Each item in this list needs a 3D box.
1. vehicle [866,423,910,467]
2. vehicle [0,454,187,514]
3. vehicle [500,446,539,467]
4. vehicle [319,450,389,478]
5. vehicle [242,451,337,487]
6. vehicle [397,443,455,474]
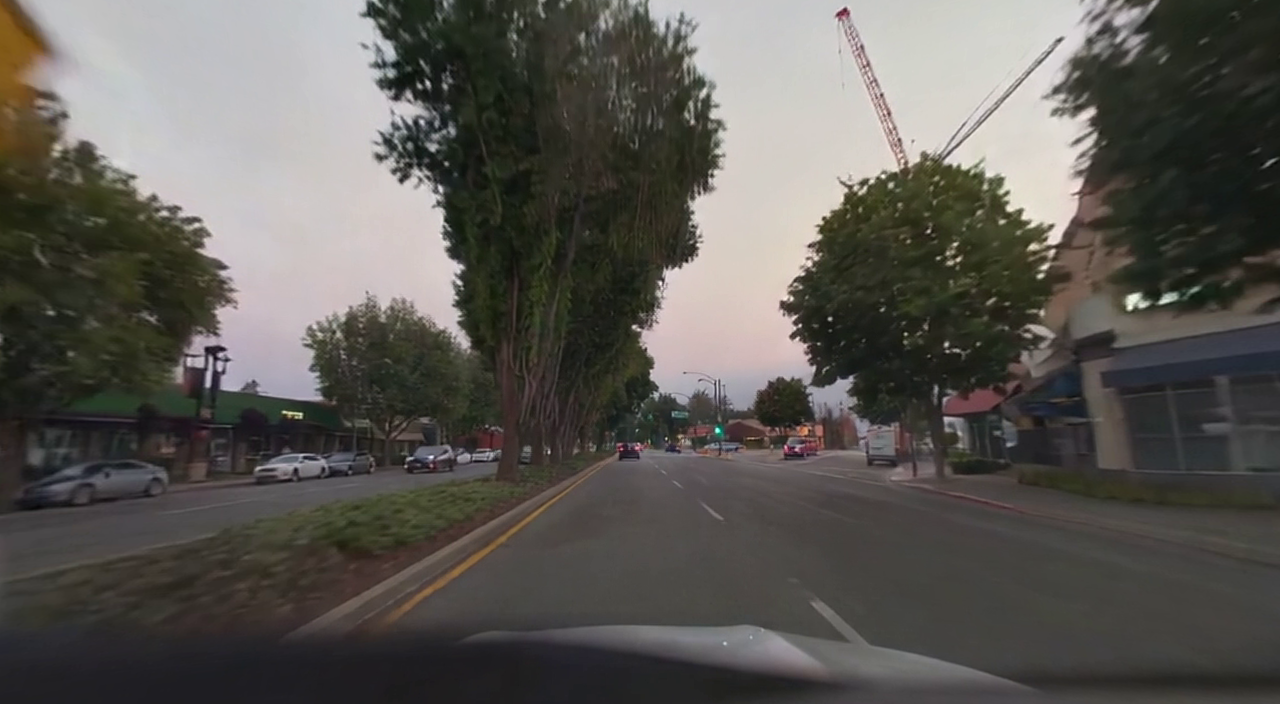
[{"bbox_3d":[16.838,6.343,43.147,2.311,2.722,5.823,-3,-9,18],"label":"vehicle"},{"bbox_3d":[-16.230,3.852,18.974,1.829,1.479,4.646,0,-8,-1],"label":"vehicle"},{"bbox_3d":[-8.877,7.690,46.889,1.960,1.461,4.433,0,-8,0],"label":"vehicle"},{"bbox_3d":[-16.339,6.382,36.328,1.852,1.476,4.704,0,-8,0],"label":"vehicle"},{"bbox_3d":[-16.377,5.441,29.846,1.856,1.496,4.686,0,-8,-1],"label":"vehicle"},{"bbox_3d":[-12.177,6.045,36.154,1.883,1.609,4.102,0,-8,0],"label":"vehicle"}]
